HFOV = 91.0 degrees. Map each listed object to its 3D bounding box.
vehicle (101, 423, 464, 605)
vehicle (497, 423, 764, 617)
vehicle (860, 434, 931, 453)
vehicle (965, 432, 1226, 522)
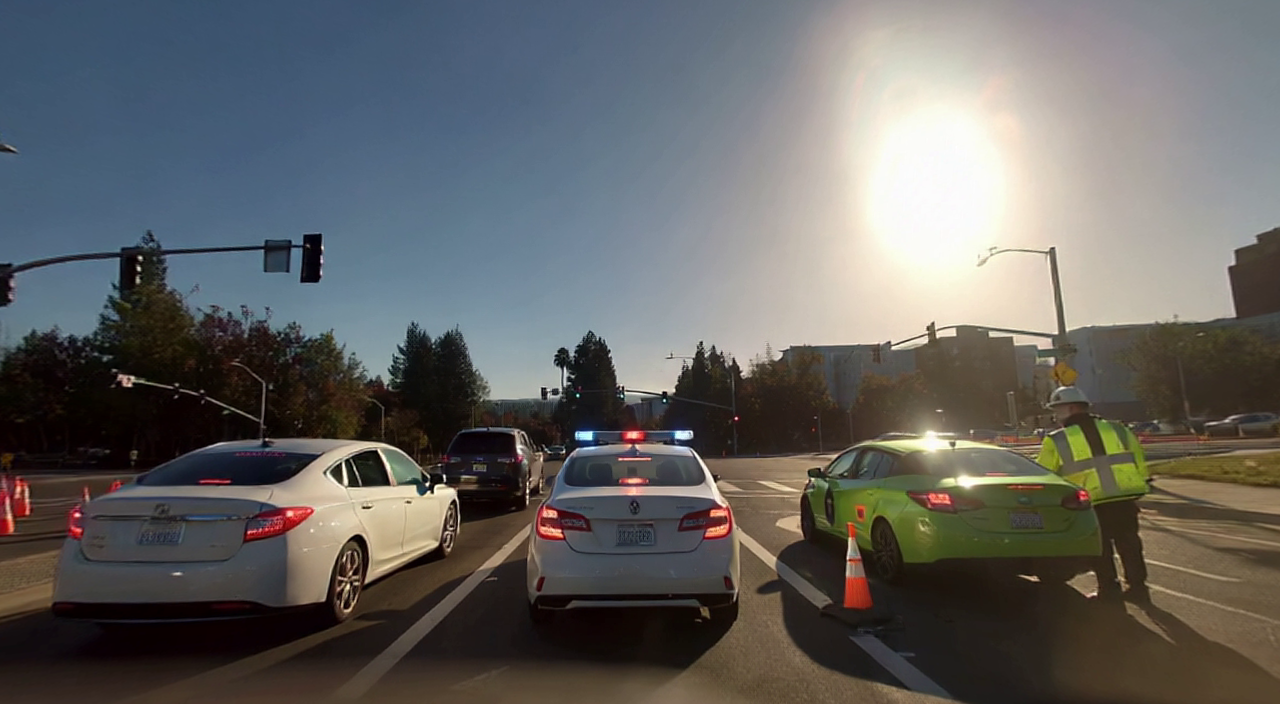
[{"bbox_3d":[-3.604,1.679,7.402,1.863,1.526,4.006,0,-8,1],"label":"vehicle"},{"bbox_3d":[-0.116,1.627,7.112,2.061,1.486,4.332,0,-8,-1],"label":"vehicle"},{"bbox_3d":[20.233,7.261,49.925,4.827,1.484,1.883,0,-9,0],"label":"vehicle"},{"bbox_3d":[9.366,2.578,13.601,1.957,1.576,4.670,0,-9,-3],"label":"vehicle"}]
